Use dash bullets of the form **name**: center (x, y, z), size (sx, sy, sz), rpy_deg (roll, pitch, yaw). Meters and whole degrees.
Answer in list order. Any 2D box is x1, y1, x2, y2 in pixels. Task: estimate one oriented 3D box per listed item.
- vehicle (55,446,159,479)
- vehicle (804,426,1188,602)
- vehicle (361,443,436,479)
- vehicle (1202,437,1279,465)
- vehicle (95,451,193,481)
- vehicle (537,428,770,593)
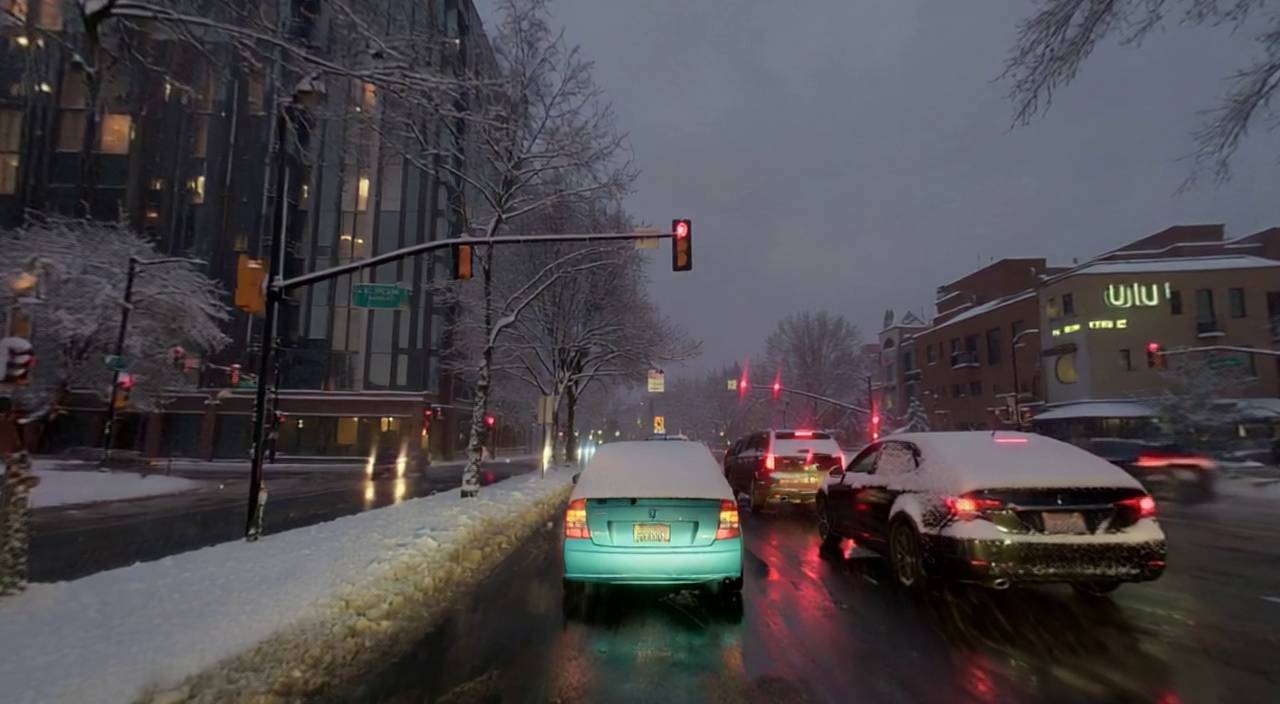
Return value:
- **vehicle**: center (-31.188, 6.452, 37.050), size (4.147, 1.873, 1.961), rpy_deg (0, -9, -3)
- **vehicle**: center (3.649, 1.739, 7.743), size (2.018, 1.491, 4.544), rpy_deg (0, -9, -1)
- **vehicle**: center (-12.124, 5.493, 32.105), size (2.009, 1.642, 4.482), rpy_deg (0, -9, 0)
- **vehicle**: center (35.201, 5.638, 36.129), size (4.190, 1.535, 1.998), rpy_deg (0, -9, -1)
- **vehicle**: center (-26.655, 6.125, 34.034), size (3.657, 1.528, 1.783), rpy_deg (1, -9, -3)
- **vehicle**: center (0.086, 1.732, 7.743), size (2.087, 1.468, 4.014), rpy_deg (0, -9, -1)
